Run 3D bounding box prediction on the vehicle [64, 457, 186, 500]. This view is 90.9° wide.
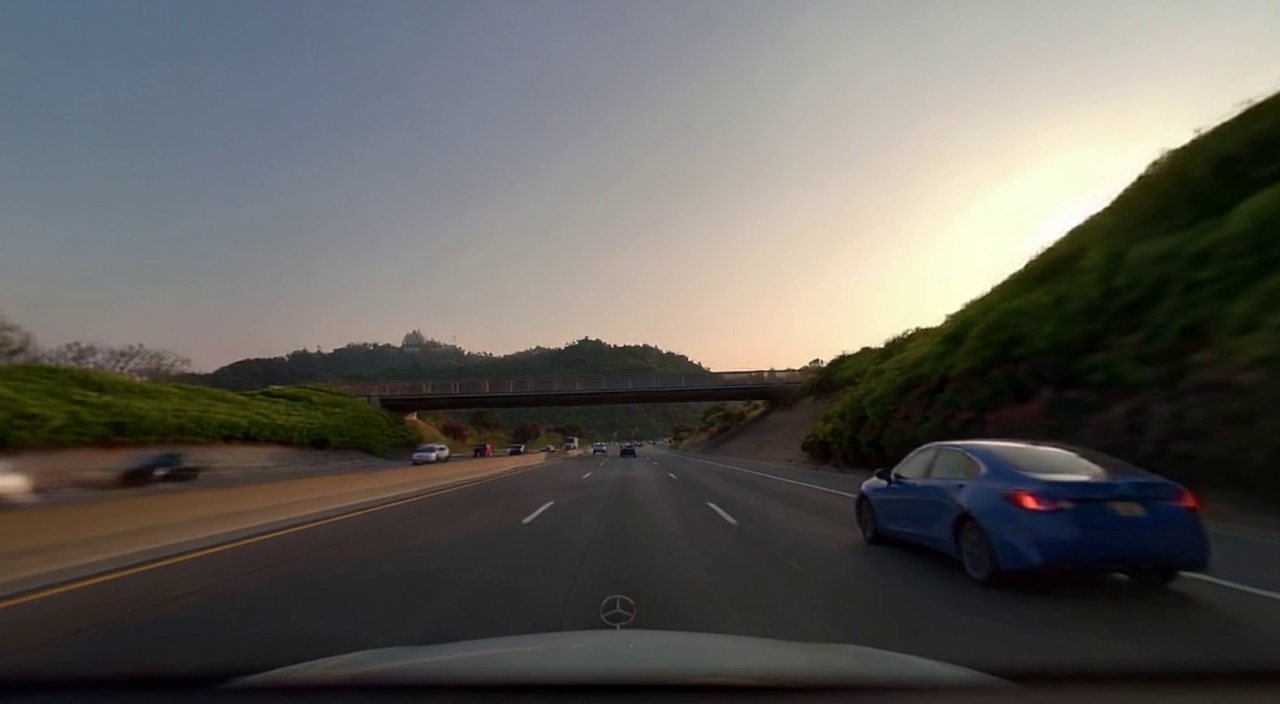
[{"bbox_3d":[-19.882,4.845,24.558,1.654,1.412,3.751,0,-8,-1],"label":"vehicle"}]

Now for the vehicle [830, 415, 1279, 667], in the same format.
[{"bbox_3d":[3.568,1.438,6.017,2.079,1.515,4.196,0,-8,-2],"label":"vehicle"}]
